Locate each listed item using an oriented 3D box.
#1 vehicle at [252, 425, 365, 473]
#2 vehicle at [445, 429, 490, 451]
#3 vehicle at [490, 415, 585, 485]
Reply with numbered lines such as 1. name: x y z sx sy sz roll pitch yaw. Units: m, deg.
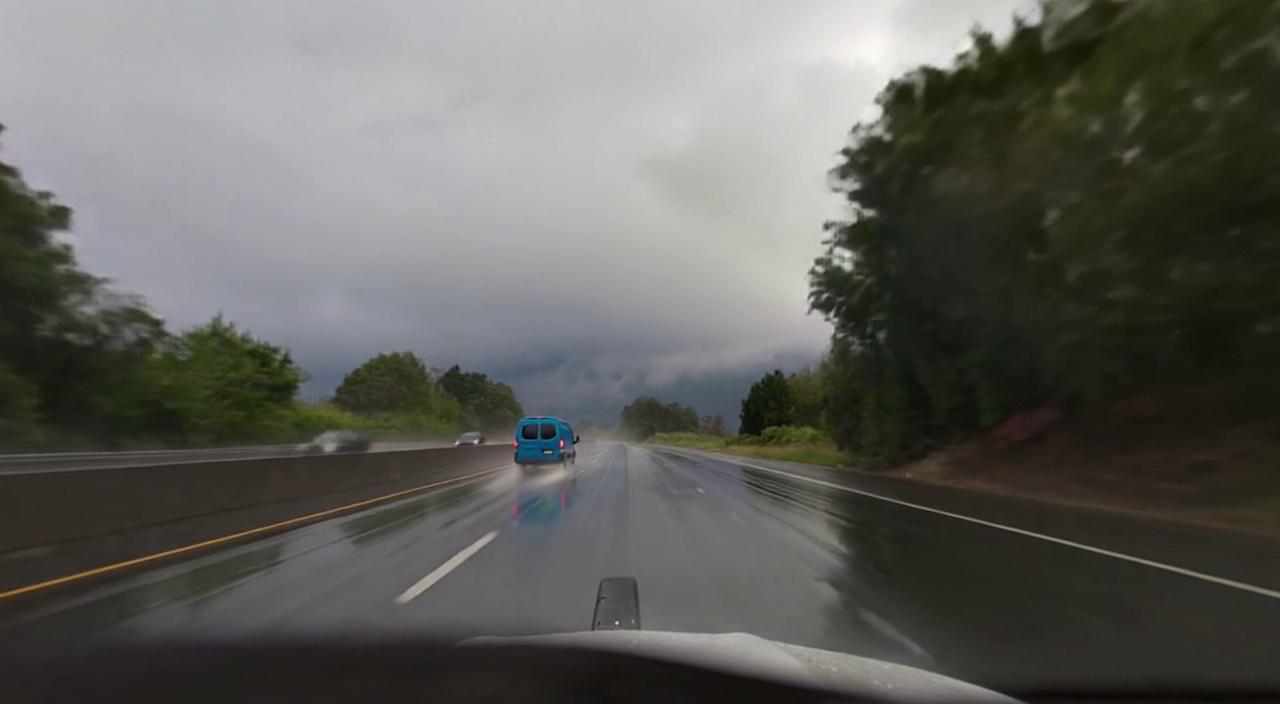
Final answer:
1. vehicle: -12.590 3.687 24.261 2.113 1.676 4.158 1 -7 -1
2. vehicle: -13.140 6.700 48.196 2.128 1.573 4.641 0 -7 0
3. vehicle: -3.152 3.132 20.484 2.297 2.011 4.736 0 -8 0
